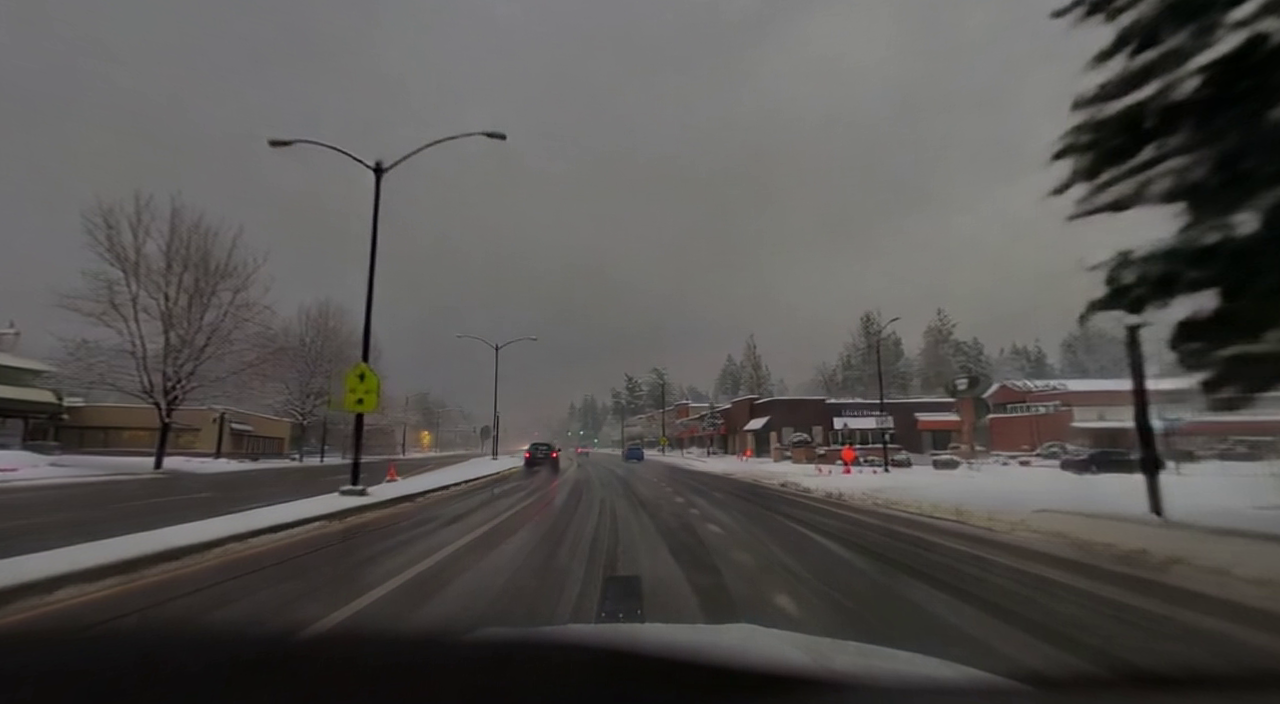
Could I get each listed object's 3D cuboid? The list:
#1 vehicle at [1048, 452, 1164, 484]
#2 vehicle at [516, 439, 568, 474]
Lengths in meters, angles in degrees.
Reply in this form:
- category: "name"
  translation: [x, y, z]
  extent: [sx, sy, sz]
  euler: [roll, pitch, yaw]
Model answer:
- category: "vehicle"
  translation: [25.168, 6.262, 34.193]
  extent: [4.906, 1.447, 2.076]
  euler: [1, -5, -8]
- category: "vehicle"
  translation: [-5.103, 5.489, 33.473]
  extent: [2.381, 1.721, 4.186]
  euler: [0, -9, -4]
